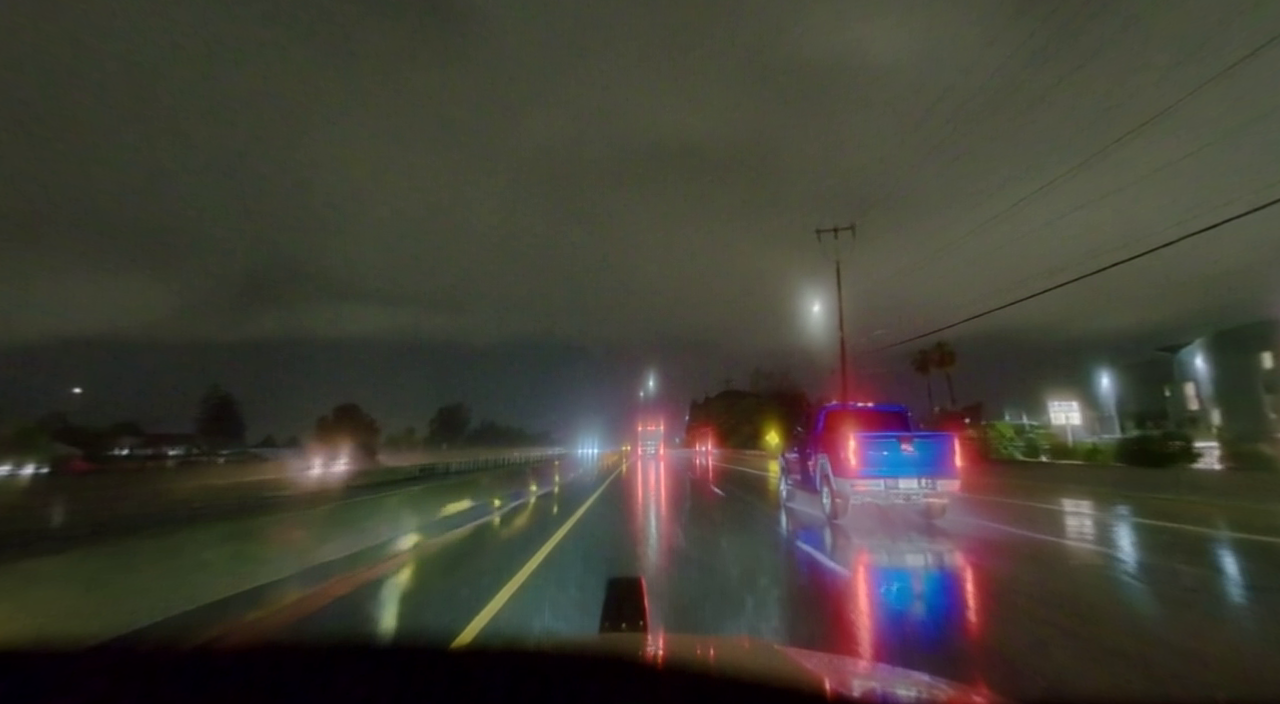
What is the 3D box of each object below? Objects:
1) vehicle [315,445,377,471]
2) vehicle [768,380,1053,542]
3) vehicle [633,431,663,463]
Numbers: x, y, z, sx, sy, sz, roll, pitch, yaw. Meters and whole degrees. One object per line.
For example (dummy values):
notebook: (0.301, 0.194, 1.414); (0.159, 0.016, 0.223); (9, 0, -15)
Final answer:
vehicle: (-18.842, 6.800, 40.648); (1.973, 1.597, 4.252); (0, -8, 0)
vehicle: (4.187, 1.871, 11.336); (2.594, 2.155, 5.670); (0, -8, 0)
vehicle: (0.552, 7.197, 47.762); (2.099, 2.260, 4.899); (0, -8, -1)
